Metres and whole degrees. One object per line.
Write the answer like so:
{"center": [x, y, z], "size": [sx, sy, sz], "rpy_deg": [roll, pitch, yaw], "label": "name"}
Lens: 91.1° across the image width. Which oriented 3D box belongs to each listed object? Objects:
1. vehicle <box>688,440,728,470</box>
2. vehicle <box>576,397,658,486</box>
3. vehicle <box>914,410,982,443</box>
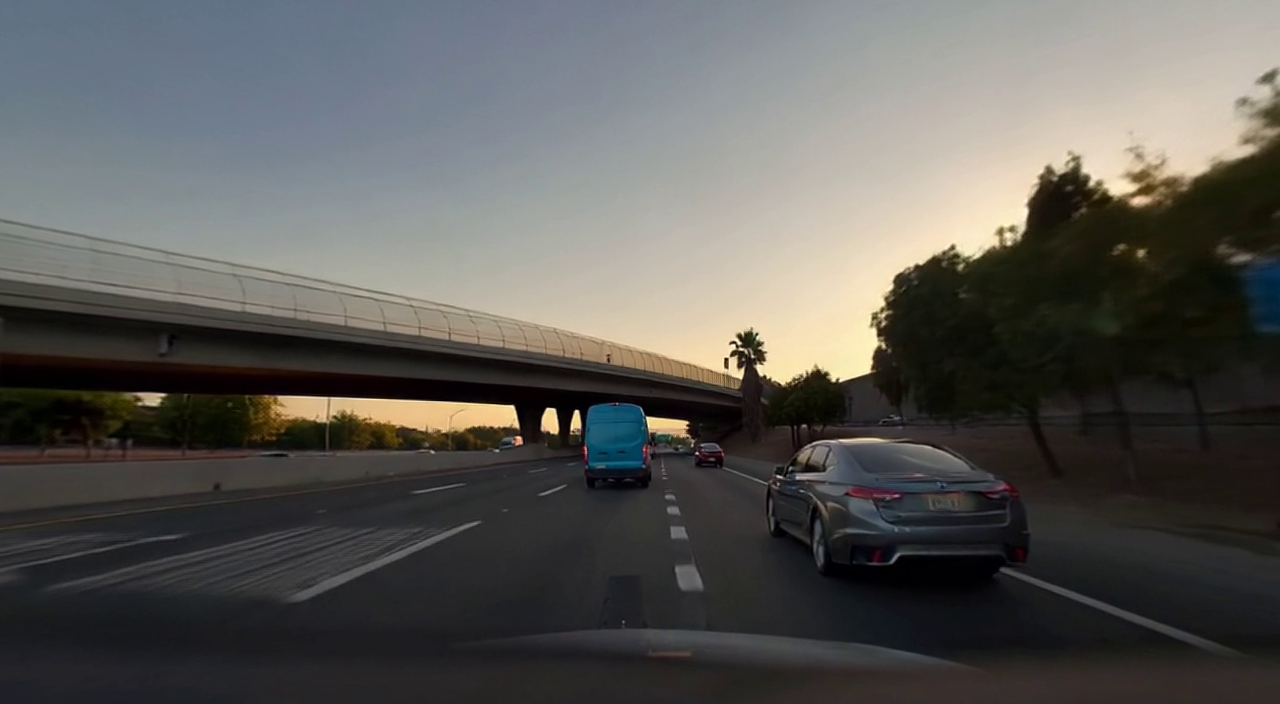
{"center": [3.940, 6.031, 37.052], "size": [1.987, 1.648, 3.984], "rpy_deg": [0, -8, 1], "label": "vehicle"}
{"center": [-0.651, 3.236, 22.604], "size": [2.476, 2.776, 5.598], "rpy_deg": [0, -8, 3], "label": "vehicle"}
{"center": [22.192, 5.467, 45.560], "size": [2.445, 2.240, 5.659], "rpy_deg": [-1, -8, 4], "label": "vehicle"}
